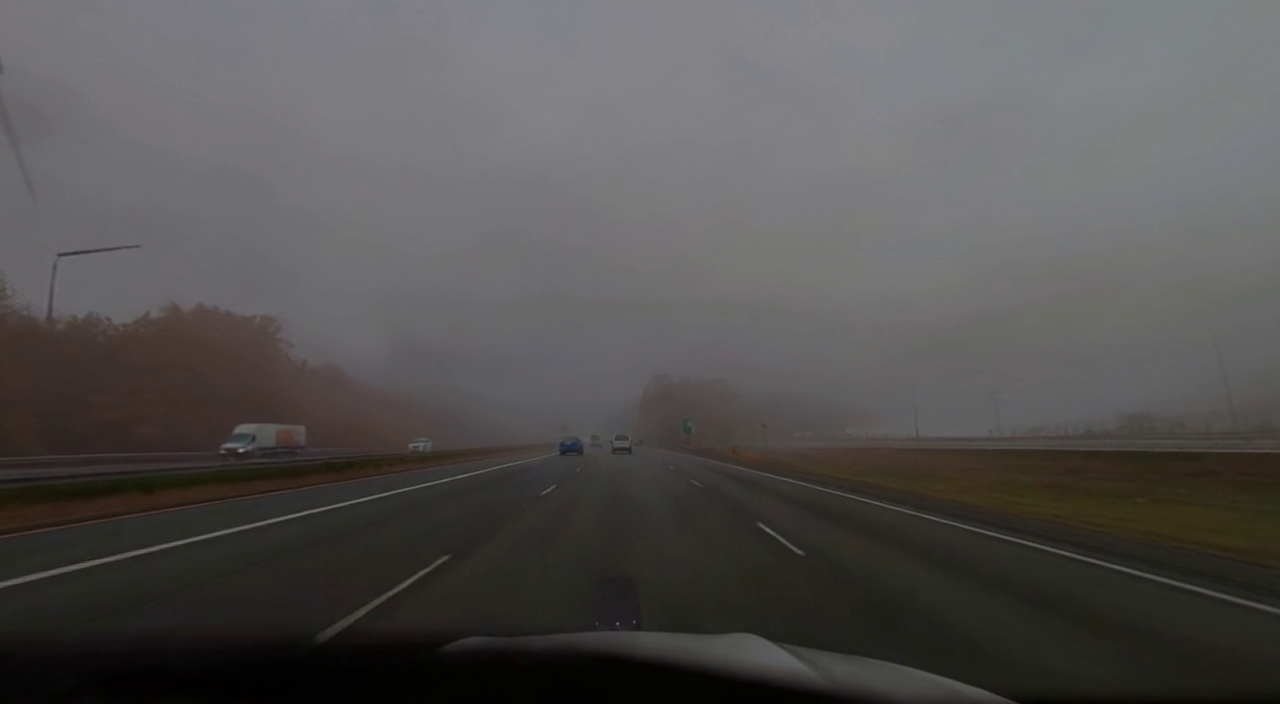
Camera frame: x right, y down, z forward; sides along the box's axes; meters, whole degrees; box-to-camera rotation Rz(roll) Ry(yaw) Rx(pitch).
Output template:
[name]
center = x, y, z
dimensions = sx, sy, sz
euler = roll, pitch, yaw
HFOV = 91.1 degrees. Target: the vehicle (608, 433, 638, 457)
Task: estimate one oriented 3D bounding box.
[vehicle]
center = -1.325, 7.284, 49.383
dimensions = 2.213, 1.774, 4.563
euler = 0, -8, -1
